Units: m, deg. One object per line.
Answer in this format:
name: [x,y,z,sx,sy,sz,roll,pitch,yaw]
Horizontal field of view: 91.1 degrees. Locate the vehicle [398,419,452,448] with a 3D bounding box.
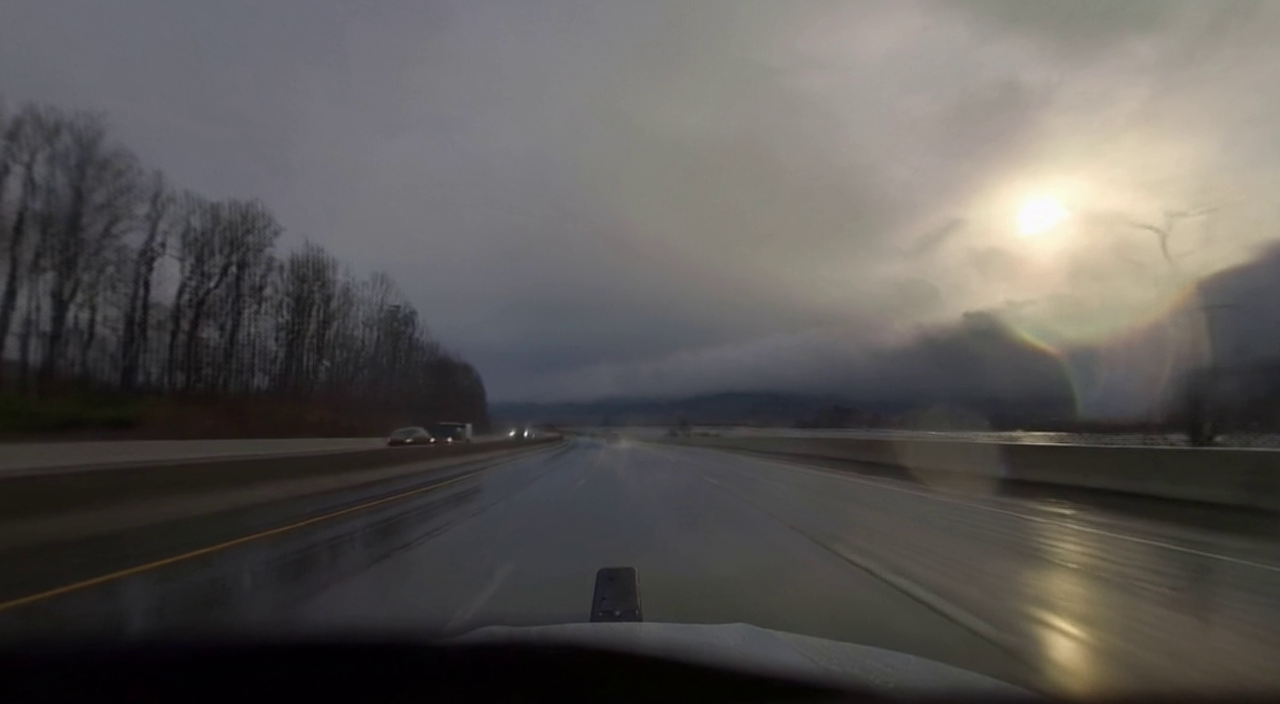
vehicle: [-16.029,6.069,47.218,2.389,1.895,4.784,4,-6,-2]

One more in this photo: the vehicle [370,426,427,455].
vehicle: [-15.764,5.816,41.355,2.048,1.749,4.557,0,-8,-2]
